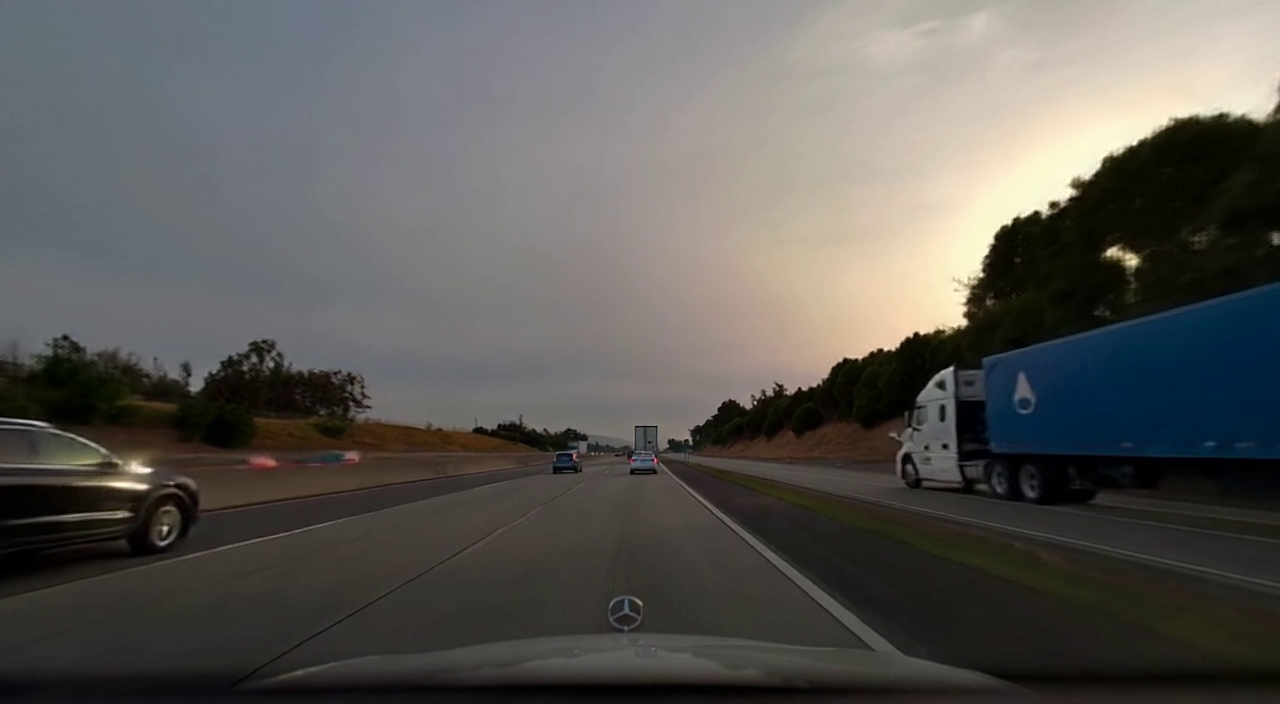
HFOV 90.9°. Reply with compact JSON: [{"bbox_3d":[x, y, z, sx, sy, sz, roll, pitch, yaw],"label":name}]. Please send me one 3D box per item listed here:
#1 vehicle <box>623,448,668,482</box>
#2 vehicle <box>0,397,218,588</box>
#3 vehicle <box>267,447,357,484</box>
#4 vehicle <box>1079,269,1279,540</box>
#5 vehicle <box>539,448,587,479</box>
[{"bbox_3d":[0.205,5.298,29.816,1.991,1.507,3.391,0,-9,-1],"label":"vehicle"},{"bbox_3d":[-7.520,1.466,6.716,2.316,1.875,5.337,0,-9,0],"label":"vehicle"},{"bbox_3d":[-15.254,5.282,29.555,1.858,1.562,4.315,0,-9,0],"label":"vehicle"},{"bbox_3d":[11.432,0.681,8.910,3.020,4.143,9.468,0,-9,-4],"label":"vehicle"},{"bbox_3d":[-4.047,5.951,33.869,2.018,1.504,4.431,0,-9,0],"label":"vehicle"}]
